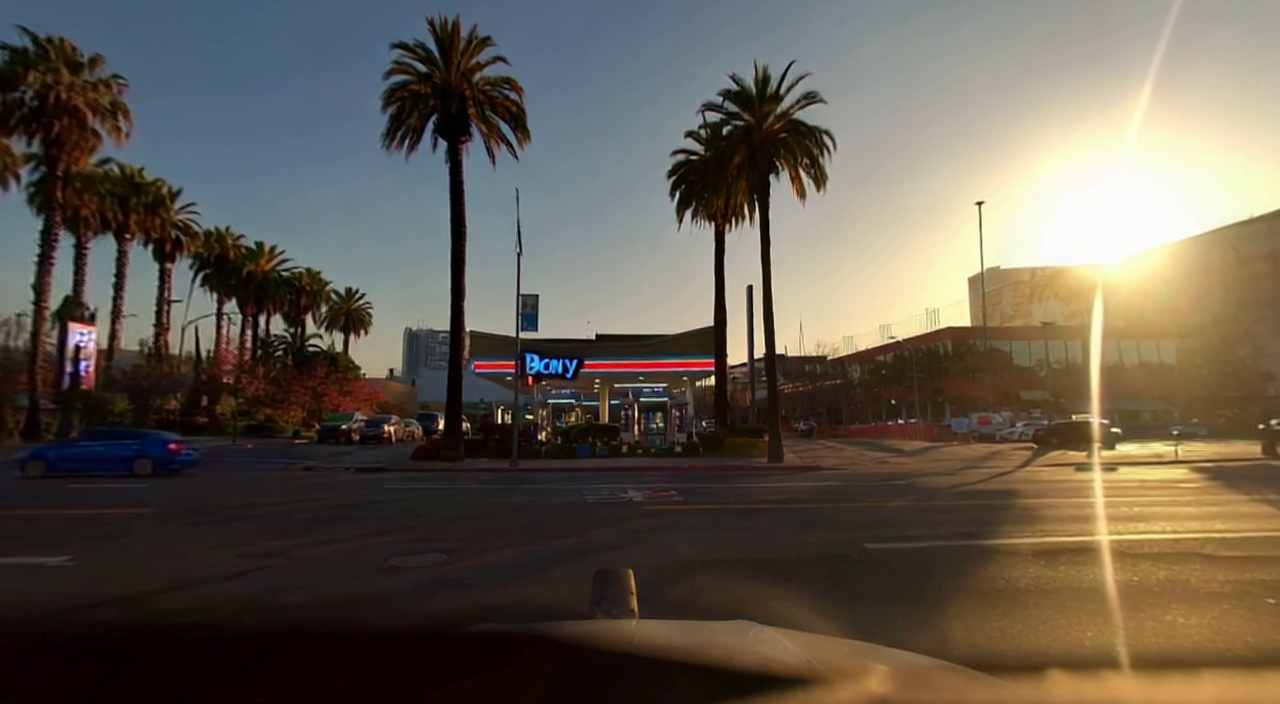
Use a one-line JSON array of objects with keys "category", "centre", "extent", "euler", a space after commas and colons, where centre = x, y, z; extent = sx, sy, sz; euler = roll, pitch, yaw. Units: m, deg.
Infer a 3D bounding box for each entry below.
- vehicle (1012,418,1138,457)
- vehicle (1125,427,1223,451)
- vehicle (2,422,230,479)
[{"category": "vehicle", "centre": [21.871, 4.274, 31.862], "extent": [4.880, 1.754, 2.202], "euler": [0, -5, -6]}, {"category": "vehicle", "centre": [33.981, 5.592, 40.396], "extent": [1.805, 1.466, 4.641], "euler": [1, -8, -8]}, {"category": "vehicle", "centre": [-14.583, 2.771, 17.851], "extent": [4.570, 1.480, 1.873], "euler": [1, -9, -6]}]
